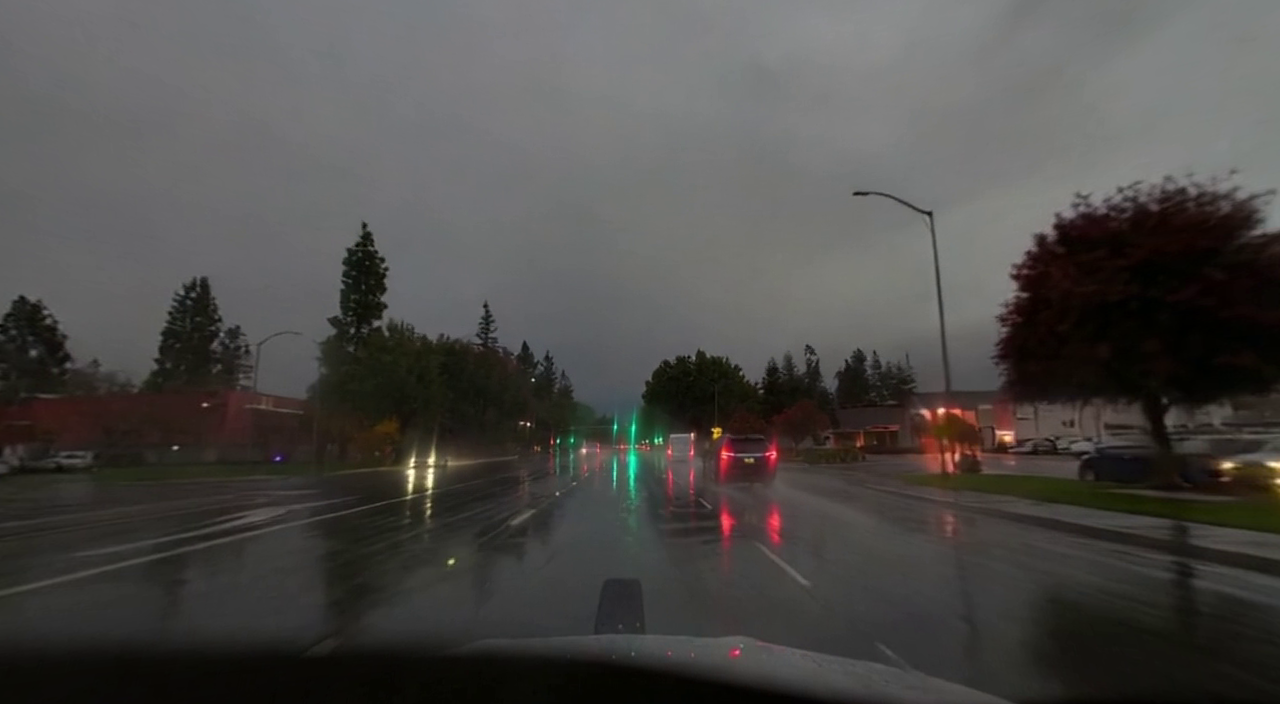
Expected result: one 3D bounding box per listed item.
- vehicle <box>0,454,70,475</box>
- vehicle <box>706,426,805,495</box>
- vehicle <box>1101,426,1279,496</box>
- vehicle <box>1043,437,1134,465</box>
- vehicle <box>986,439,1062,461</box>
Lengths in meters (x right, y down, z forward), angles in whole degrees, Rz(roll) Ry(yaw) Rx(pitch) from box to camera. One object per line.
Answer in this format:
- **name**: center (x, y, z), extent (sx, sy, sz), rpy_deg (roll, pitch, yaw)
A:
- **vehicle**: center (-46.094, 8.567, 48.109), extent (3.642, 1.477, 1.634), rpy_deg (0, -9, -1)
- **vehicle**: center (3.284, 3.200, 18.942), extent (2.060, 1.816, 4.343), rpy_deg (0, -8, -1)
- **vehicle**: center (15.836, 2.950, 17.436), extent (4.682, 1.635, 2.053), rpy_deg (-2, -9, -6)
- **vehicle**: center (31.122, 6.837, 43.894), extent (5.111, 1.834, 2.093), rpy_deg (1, -8, -11)
- **vehicle**: center (30.280, 7.734, 49.890), extent (4.607, 1.683, 2.217), rpy_deg (1, -9, -8)
